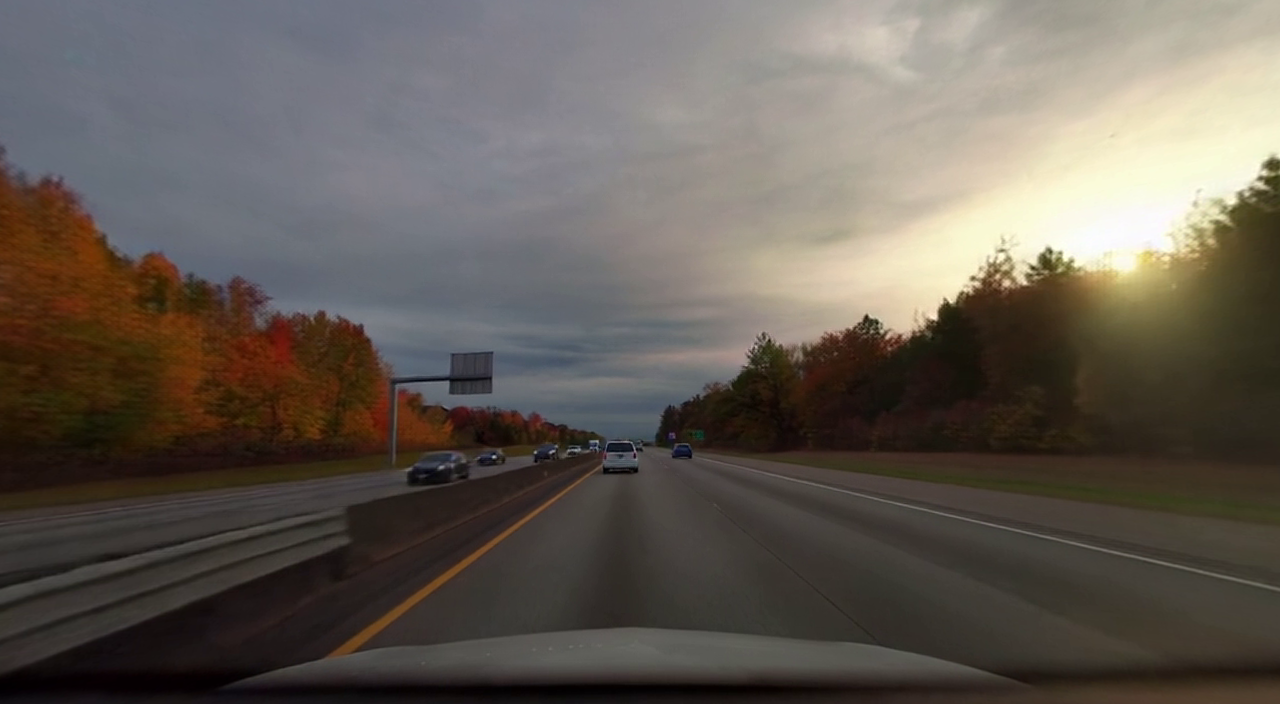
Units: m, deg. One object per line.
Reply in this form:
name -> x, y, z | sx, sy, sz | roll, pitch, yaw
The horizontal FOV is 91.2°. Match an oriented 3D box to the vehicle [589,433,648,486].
vehicle -> -0.706, 3.837, 22.602 | 1.937, 1.699, 3.936 | 0, -9, 0

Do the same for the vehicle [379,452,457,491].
vehicle -> -9.772, 5.256, 27.981 | 1.917, 1.533, 4.191 | -1, -9, 0
